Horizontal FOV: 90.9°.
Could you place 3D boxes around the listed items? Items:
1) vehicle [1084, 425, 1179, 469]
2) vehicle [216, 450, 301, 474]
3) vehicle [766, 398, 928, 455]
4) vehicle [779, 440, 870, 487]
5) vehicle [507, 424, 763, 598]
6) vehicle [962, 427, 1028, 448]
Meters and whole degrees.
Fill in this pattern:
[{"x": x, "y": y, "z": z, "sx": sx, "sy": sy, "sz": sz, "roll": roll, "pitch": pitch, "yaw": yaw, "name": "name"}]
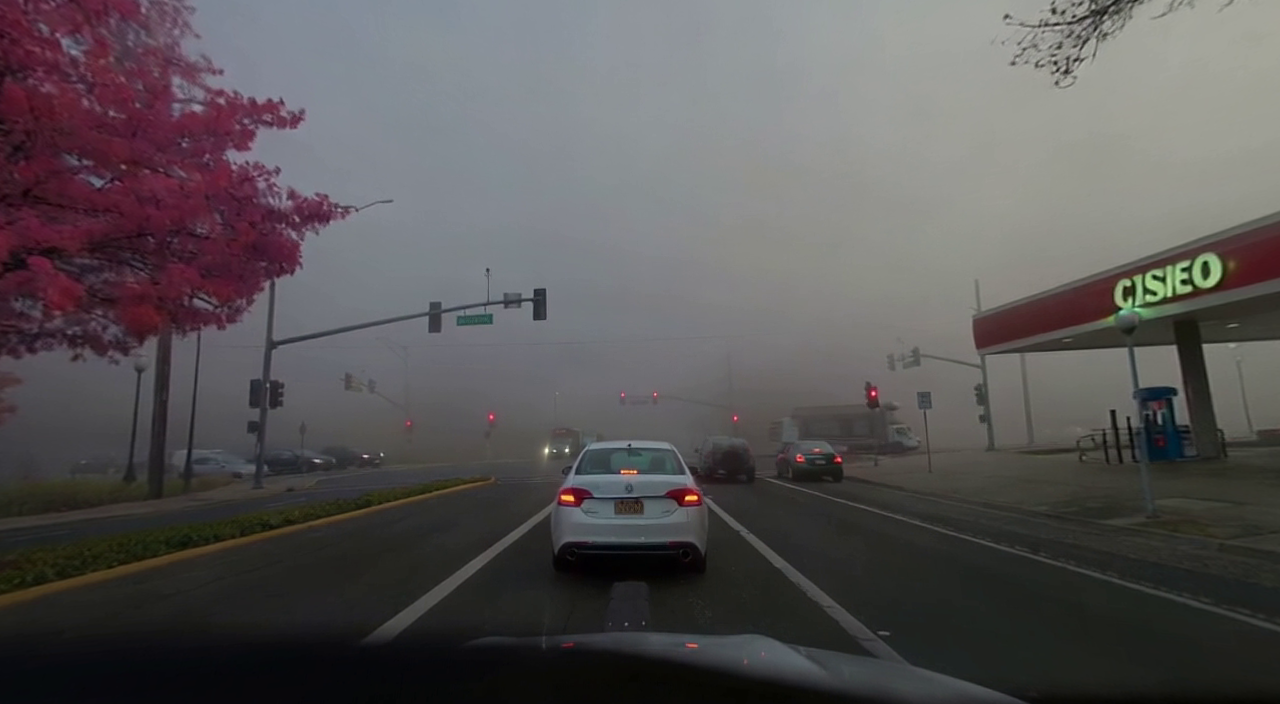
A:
[{"x": 18.583, "y": 3.568, "z": 23.753, "sx": 4.300, "sy": 1.495, "sz": 2.053, "roll": 8, "pitch": -11, "yaw": -43, "name": "vehicle"}, {"x": -25.074, "y": 7.239, "z": 41.512, "sx": 4.609, "sy": 1.465, "sz": 1.944, "roll": -2, "pitch": -8, "yaw": 12, "name": "vehicle"}, {"x": 15.033, "y": 5.569, "z": 46.253, "sx": 10.890, "sy": 3.868, "sz": 3.021, "roll": -4, "pitch": -9, "yaw": 25, "name": "vehicle"}, {"x": 6.484, "y": 3.953, "z": 22.675, "sx": 1.942, "sy": 1.511, "sz": 4.390, "roll": 0, "pitch": -8, "yaw": 0, "name": "vehicle"}, {"x": -0.066, "y": 1.674, "z": 7.546, "sx": 2.213, "sy": 1.482, "sz": 4.057, "roll": 0, "pitch": -8, "yaw": -1, "name": "vehicle"}, {"x": 27.334, "y": 6.598, "z": 48.654, "sx": 3.968, "sy": 1.572, "sz": 1.740, "roll": 0, "pitch": -9, "yaw": 3, "name": "vehicle"}]
